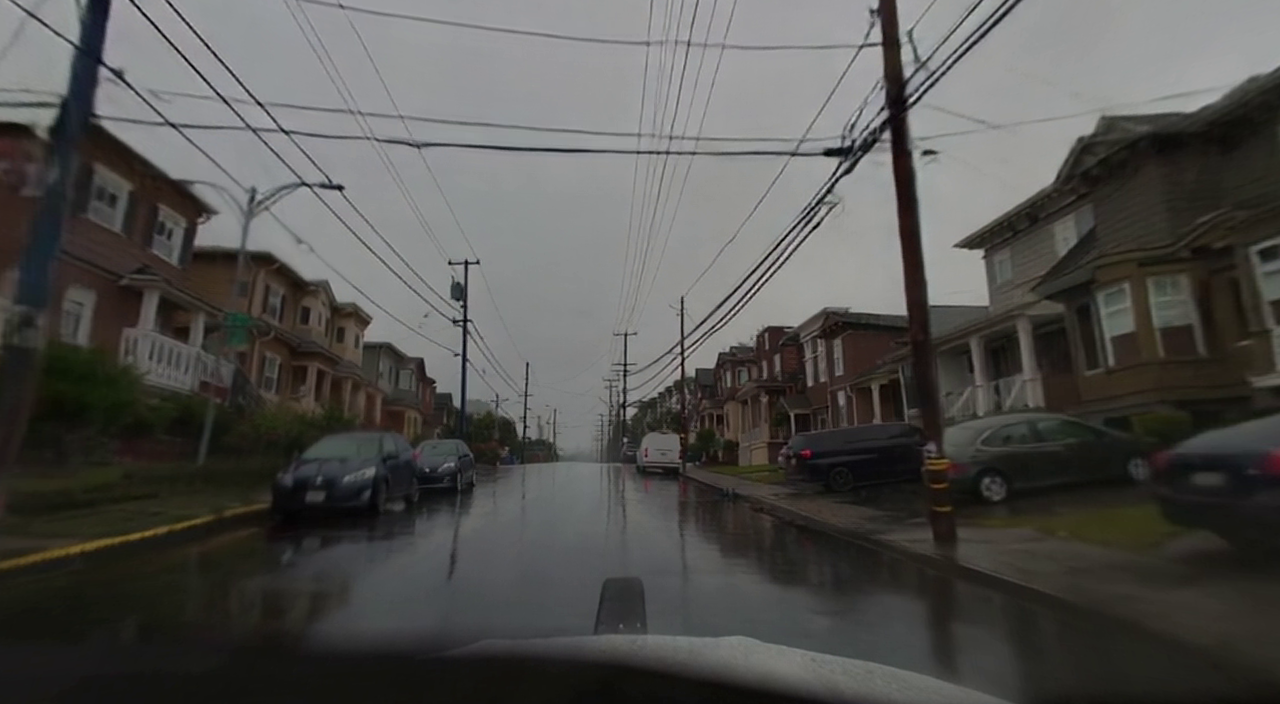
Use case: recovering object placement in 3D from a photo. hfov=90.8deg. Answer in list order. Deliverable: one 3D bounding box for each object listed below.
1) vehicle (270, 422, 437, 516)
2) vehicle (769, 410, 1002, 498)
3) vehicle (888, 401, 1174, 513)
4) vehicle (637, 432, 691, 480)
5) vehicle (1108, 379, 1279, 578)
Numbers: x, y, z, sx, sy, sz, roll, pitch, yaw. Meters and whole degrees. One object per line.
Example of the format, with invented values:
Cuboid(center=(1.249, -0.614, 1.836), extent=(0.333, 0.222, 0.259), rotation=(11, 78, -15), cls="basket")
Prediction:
Cuboid(center=(-5.795, 2.354, 13.386), extent=(1.967, 1.656, 3.924), rotation=(1, -7, -5), cls="vehicle")
Cuboid(center=(6.781, 2.856, 17.887), extent=(5.615, 1.787, 2.014), rotation=(-5, -8, -3), cls="vehicle")
Cuboid(center=(7.542, 2.038, 12.494), extent=(4.315, 1.736, 1.950), rotation=(-3, -8, -6), cls="vehicle")
Cuboid(center=(1.179, 5.385, 32.948), extent=(2.343, 2.229, 4.199), rotation=(3, -9, -3), cls="vehicle")
Cuboid(center=(7.722, 1.170, 6.350), extent=(4.316, 1.730, 2.166), rotation=(-1, -8, -5), cls="vehicle")
